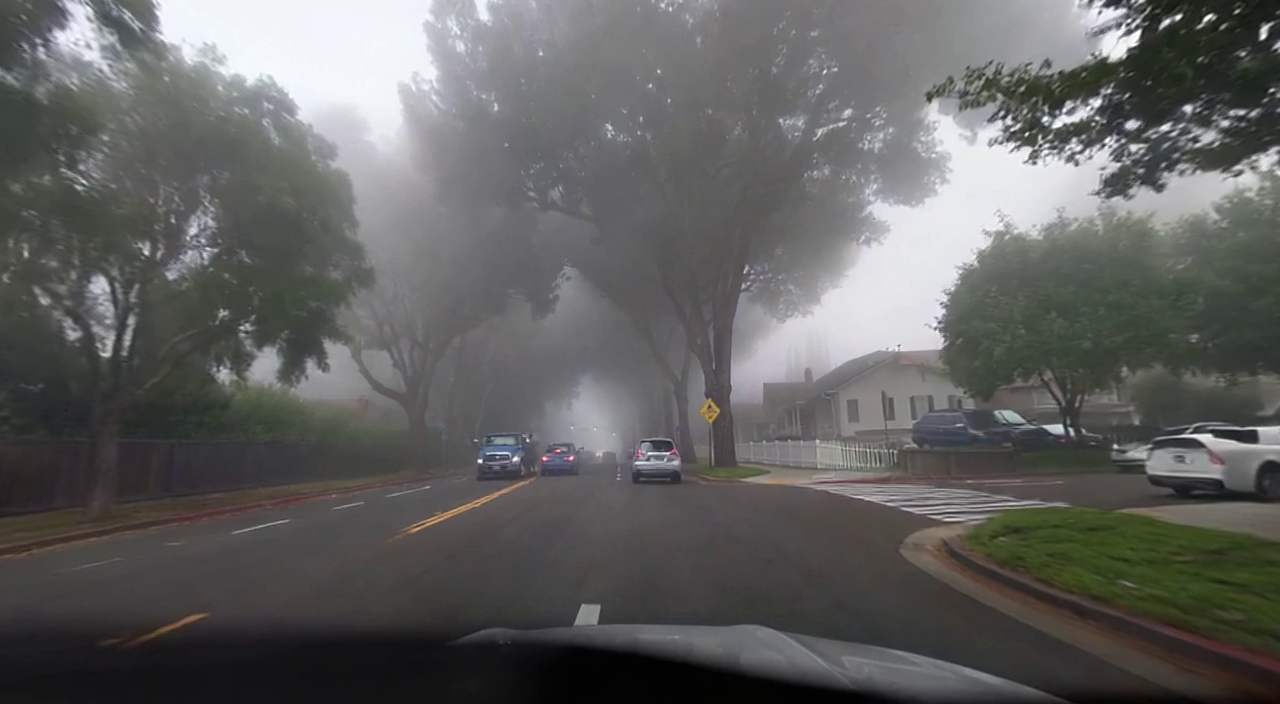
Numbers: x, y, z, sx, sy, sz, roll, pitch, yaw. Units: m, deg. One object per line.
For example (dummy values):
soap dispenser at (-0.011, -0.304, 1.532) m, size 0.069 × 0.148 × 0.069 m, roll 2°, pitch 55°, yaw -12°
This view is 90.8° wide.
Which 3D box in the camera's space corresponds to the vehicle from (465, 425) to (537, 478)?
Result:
vehicle at (-7.819, 5.738, 36.586) m, size 2.920 × 2.707 × 7.670 m, roll 0°, pitch -9°, yaw -4°

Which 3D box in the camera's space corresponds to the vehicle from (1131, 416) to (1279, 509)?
vehicle at (12.578, 2.066, 12.078) m, size 4.708 × 1.603 × 1.919 m, roll 0°, pitch -9°, yaw 0°

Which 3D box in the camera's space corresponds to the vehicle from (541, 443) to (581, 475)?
vehicle at (-4.007, 5.470, 32.445) m, size 1.919 × 1.501 × 4.509 m, roll 1°, pitch -9°, yaw -6°

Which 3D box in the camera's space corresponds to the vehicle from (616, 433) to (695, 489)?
vehicle at (0.383, 3.689, 21.642) m, size 2.258 × 1.682 × 4.635 m, roll 0°, pitch -9°, yaw -4°

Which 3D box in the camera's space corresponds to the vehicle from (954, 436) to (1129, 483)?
vehicle at (12.974, 3.472, 20.599) m, size 4.462 × 1.427 × 1.886 m, roll 0°, pitch -9°, yaw -5°

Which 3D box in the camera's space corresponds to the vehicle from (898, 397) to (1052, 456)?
vehicle at (15.948, 3.656, 30.293) m, size 6.115 × 2.590 × 2.371 m, roll -6°, pitch -10°, yaw 35°
